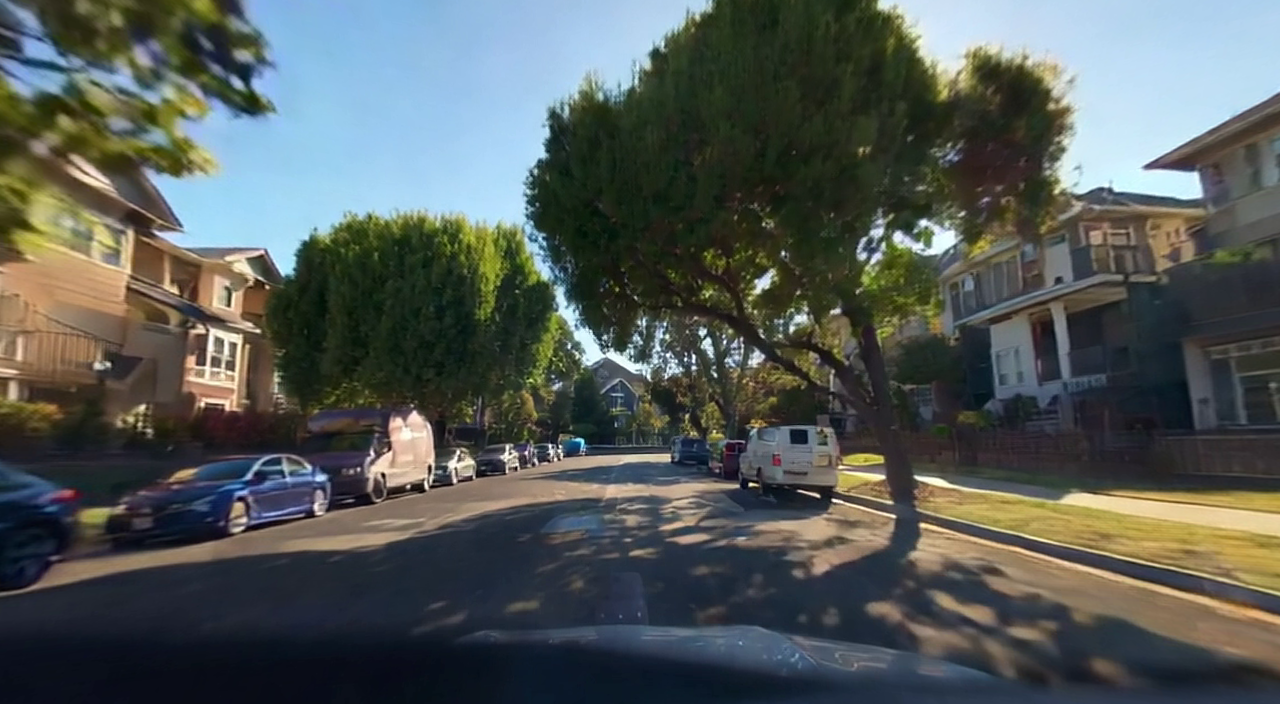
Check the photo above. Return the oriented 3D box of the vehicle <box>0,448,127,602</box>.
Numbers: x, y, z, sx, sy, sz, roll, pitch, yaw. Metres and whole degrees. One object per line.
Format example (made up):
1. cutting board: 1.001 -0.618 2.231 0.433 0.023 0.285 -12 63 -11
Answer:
1. vehicle: -7.183 1.613 5.537 1.832 1.483 4.140 -1 -9 0

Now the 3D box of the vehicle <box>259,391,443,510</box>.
1. vehicle: -7.503 2.732 17.307 2.341 2.674 5.753 -1 -10 -1

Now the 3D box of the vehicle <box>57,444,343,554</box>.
1. vehicle: -7.181 2.385 10.969 1.953 1.501 4.125 -1 -9 1

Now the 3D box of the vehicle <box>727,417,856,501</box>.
1. vehicle: 3.934 2.907 17.441 2.216 1.955 4.970 0 -8 -2

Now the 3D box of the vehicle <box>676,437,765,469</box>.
1. vehicle: 4.668 5.838 36.687 4.726 1.731 2.075 -4 -10 28
